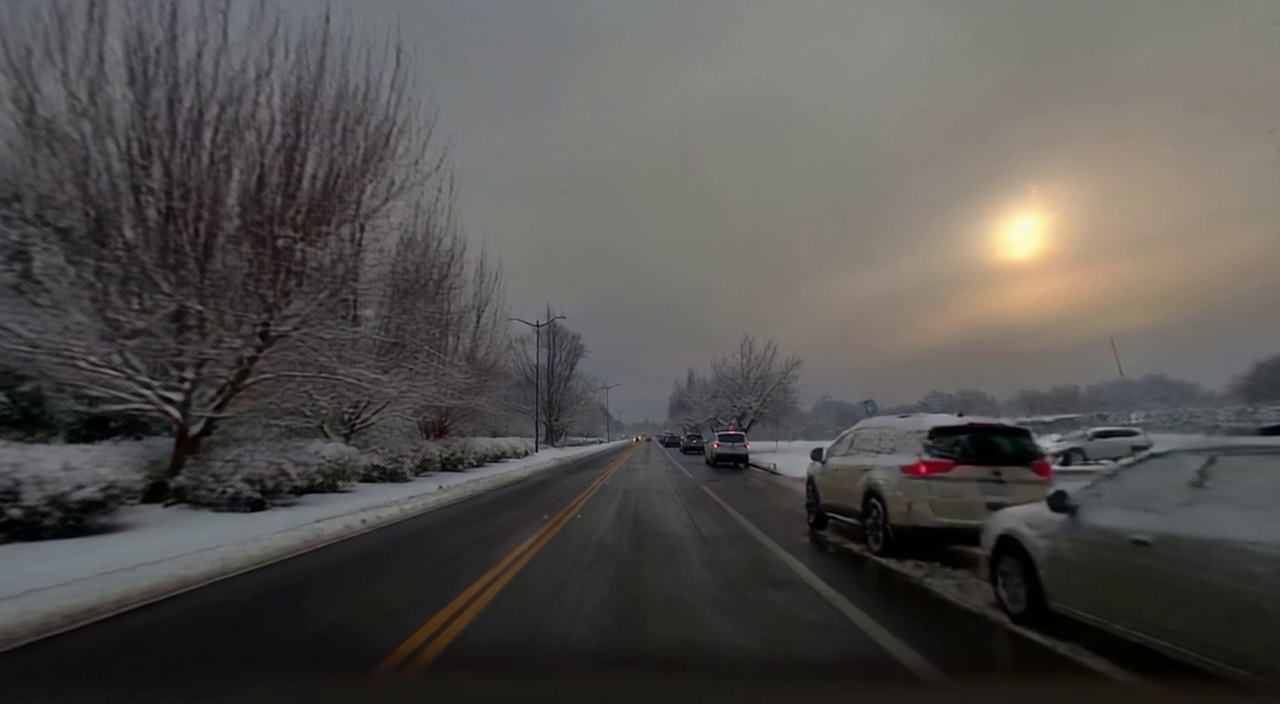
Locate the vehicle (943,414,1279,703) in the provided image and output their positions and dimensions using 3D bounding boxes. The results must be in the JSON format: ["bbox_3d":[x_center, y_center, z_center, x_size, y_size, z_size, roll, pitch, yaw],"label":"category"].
[{"bbox_3d":[3.607,1.035,2.886,2.068,1.461,4.653,0,-8,-1],"label":"vehicle"}]

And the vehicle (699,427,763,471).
[{"bbox_3d":[4.160,4.538,29.681,2.226,1.889,4.543,0,-8,-1],"label":"vehicle"}]
